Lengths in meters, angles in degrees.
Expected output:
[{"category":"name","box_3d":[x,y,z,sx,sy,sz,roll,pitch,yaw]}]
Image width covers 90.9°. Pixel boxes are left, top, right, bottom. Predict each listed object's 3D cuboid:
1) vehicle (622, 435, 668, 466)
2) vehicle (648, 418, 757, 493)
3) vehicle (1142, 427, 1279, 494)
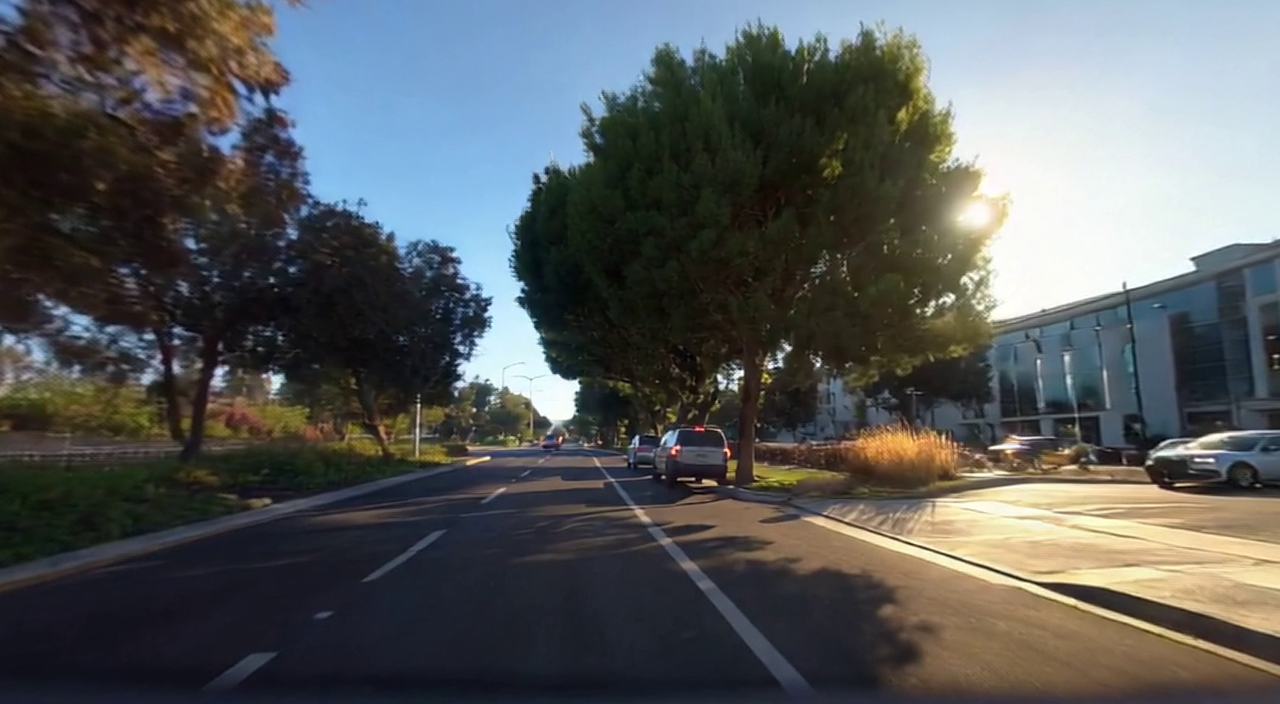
[{"category":"vehicle","box_3d":[0.212,5.250,33.774,1.832,1.538,4.208,1,-8,-8]},{"category":"vehicle","box_3d":[1.646,2.986,18.531,2.226,1.889,4.543,1,-8,-7]},{"category":"vehicle","box_3d":[17.628,3.126,18.216,2.068,1.759,4.747,3,-9,-6]}]
